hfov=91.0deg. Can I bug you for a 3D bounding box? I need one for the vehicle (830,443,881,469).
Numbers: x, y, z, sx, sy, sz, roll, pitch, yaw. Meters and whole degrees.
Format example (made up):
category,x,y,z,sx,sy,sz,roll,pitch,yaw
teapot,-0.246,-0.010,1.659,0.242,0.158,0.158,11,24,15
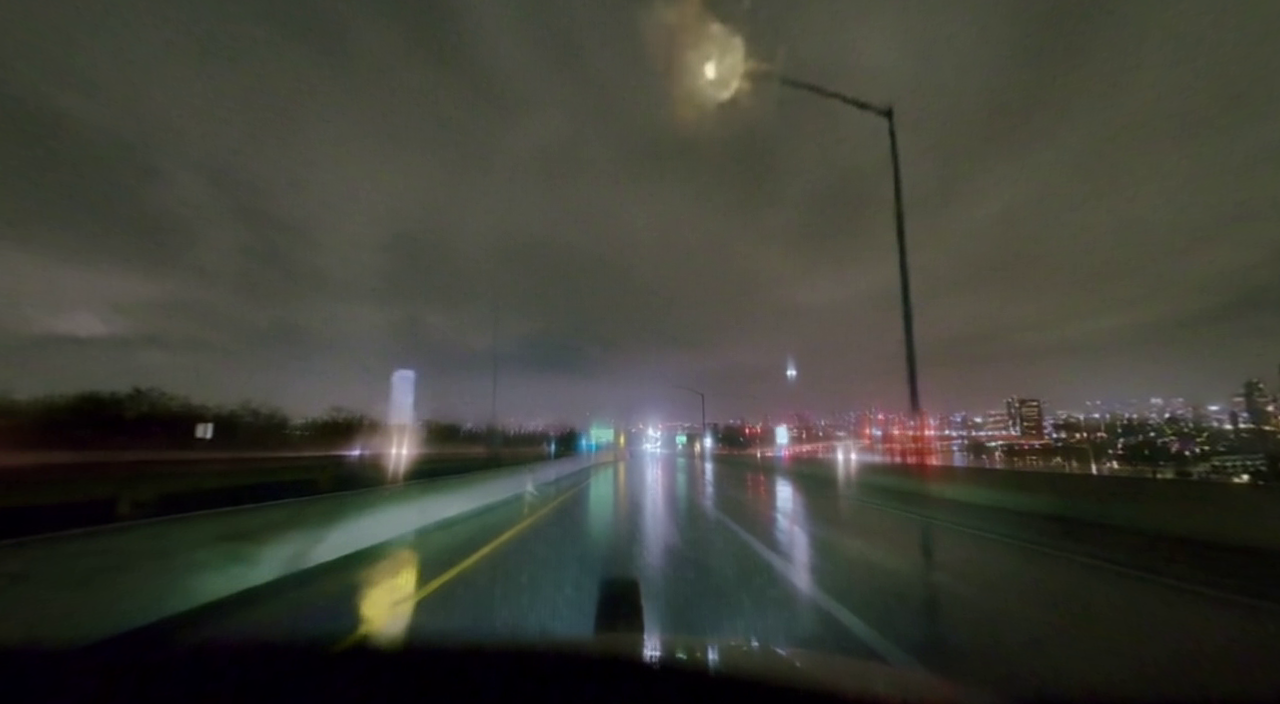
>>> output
category,x,y,z,sx,sy,sz,roll,pitch,yaw
vehicle,13.944,6.728,40.954,1.770,1.578,3.997,0,-9,-2
